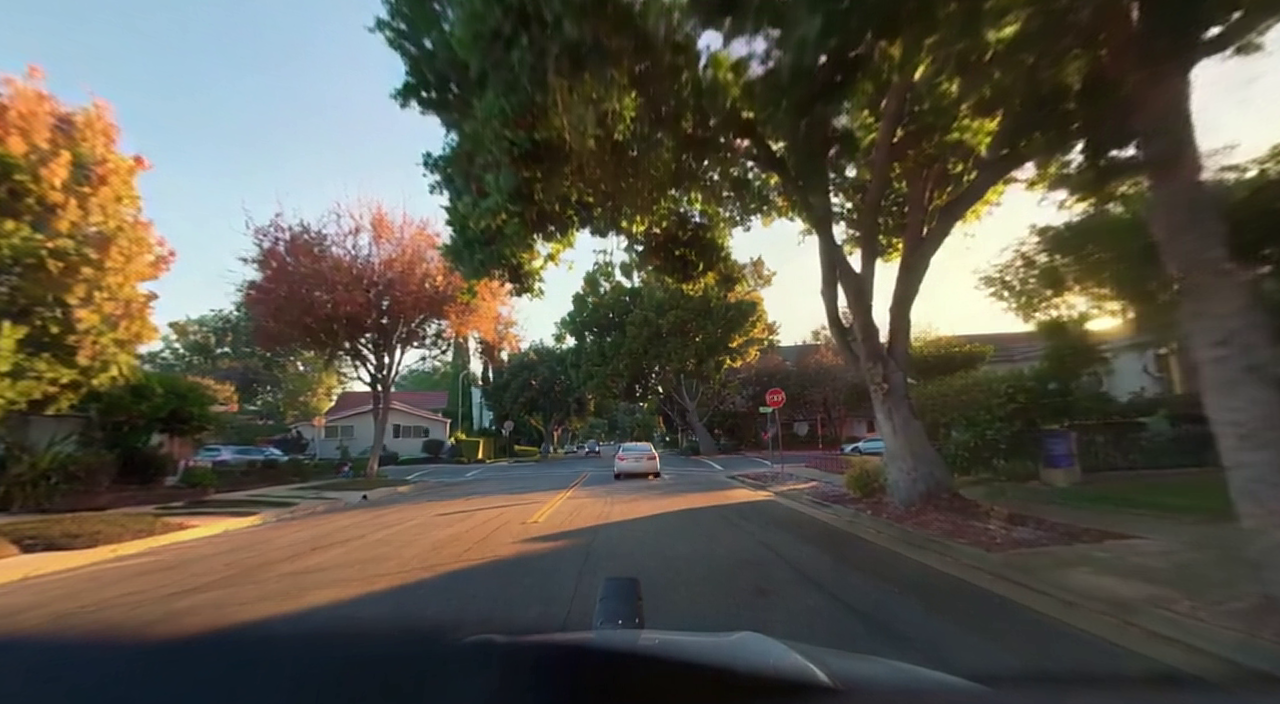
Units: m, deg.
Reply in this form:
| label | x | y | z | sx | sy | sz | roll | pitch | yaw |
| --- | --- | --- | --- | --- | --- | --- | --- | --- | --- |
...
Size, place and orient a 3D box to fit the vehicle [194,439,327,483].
| label | x | y | z | sx | sy | sz | roll | pitch | yaw |
| --- | --- | --- | --- | --- | --- | --- | --- | --- | --- |
| vehicle | -20.771 | 6.020 | 34.727 | 5.796 | 1.946 | 2.391 | -4 | -10 | -2 |

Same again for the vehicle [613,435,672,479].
| label | x | y | z | sx | sy | sz | roll | pitch | yaw |
| --- | --- | --- | --- | --- | --- | --- | --- | --- | --- |
| vehicle | 0.036 | 3.957 | 23.916 | 2.043 | 1.484 | 4.340 | 0 | -9 | -2 |
